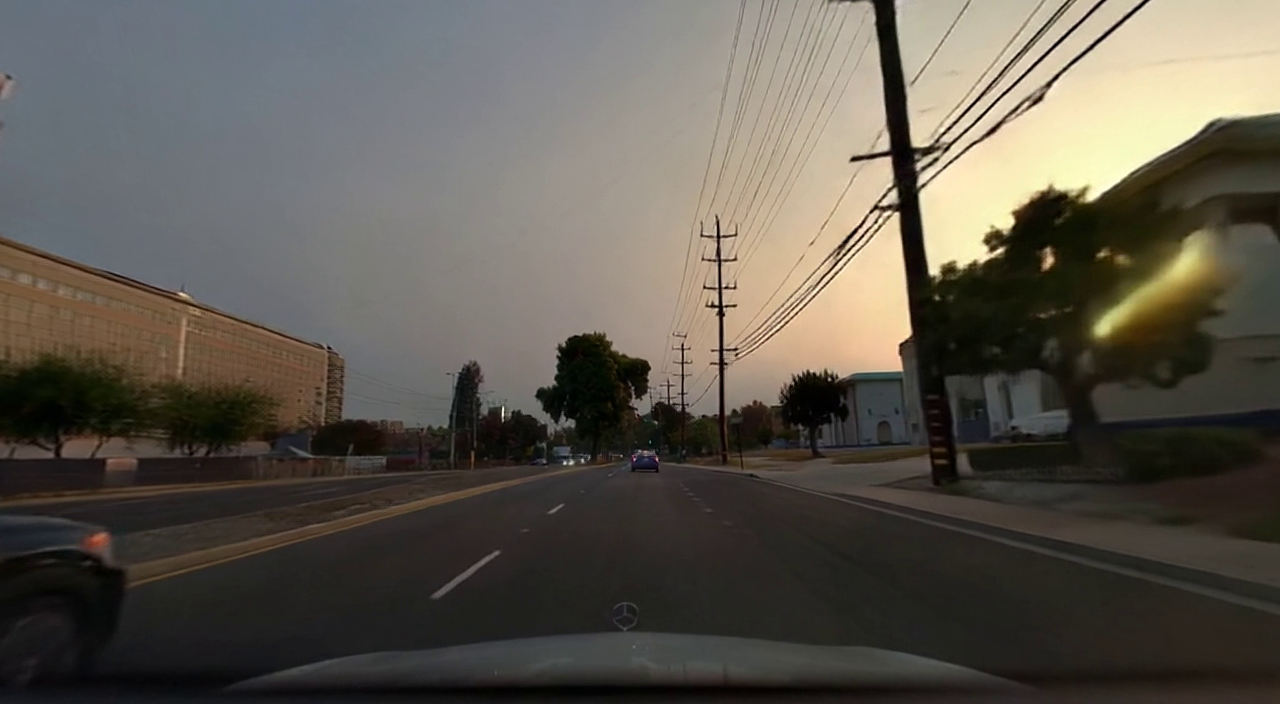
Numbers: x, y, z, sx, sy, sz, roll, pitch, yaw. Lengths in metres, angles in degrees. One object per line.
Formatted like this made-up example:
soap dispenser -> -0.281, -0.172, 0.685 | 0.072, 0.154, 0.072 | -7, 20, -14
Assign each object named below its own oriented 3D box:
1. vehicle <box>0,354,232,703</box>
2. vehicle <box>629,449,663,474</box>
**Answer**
vehicle -> -3.592, 0.704, 1.413 | 2.169, 1.679, 4.723 | 0, -8, 0
vehicle -> 0.350, 7.091, 41.110 | 2.114, 1.492, 4.453 | 0, -8, -1
